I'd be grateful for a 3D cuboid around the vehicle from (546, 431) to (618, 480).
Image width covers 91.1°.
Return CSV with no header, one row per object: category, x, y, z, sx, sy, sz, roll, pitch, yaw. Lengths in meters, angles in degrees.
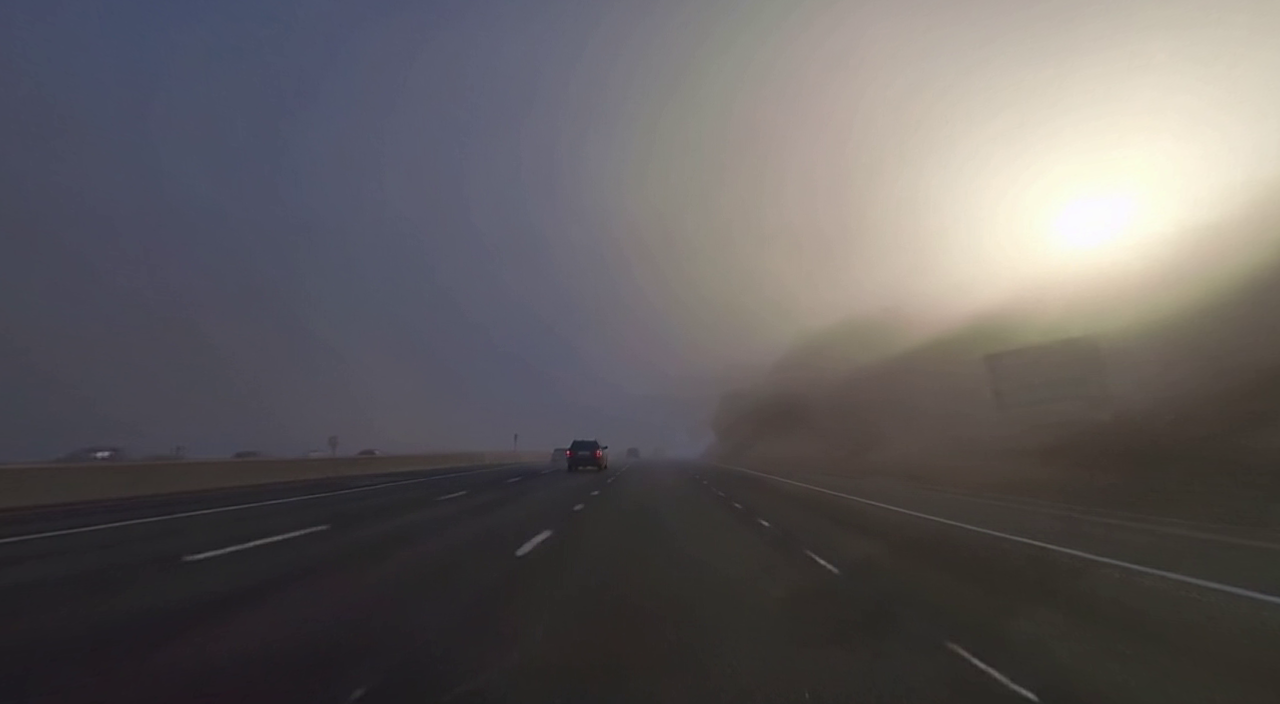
vehicle,-2.332,4.388,26.871,2.413,1.896,5.218,0,-8,2
